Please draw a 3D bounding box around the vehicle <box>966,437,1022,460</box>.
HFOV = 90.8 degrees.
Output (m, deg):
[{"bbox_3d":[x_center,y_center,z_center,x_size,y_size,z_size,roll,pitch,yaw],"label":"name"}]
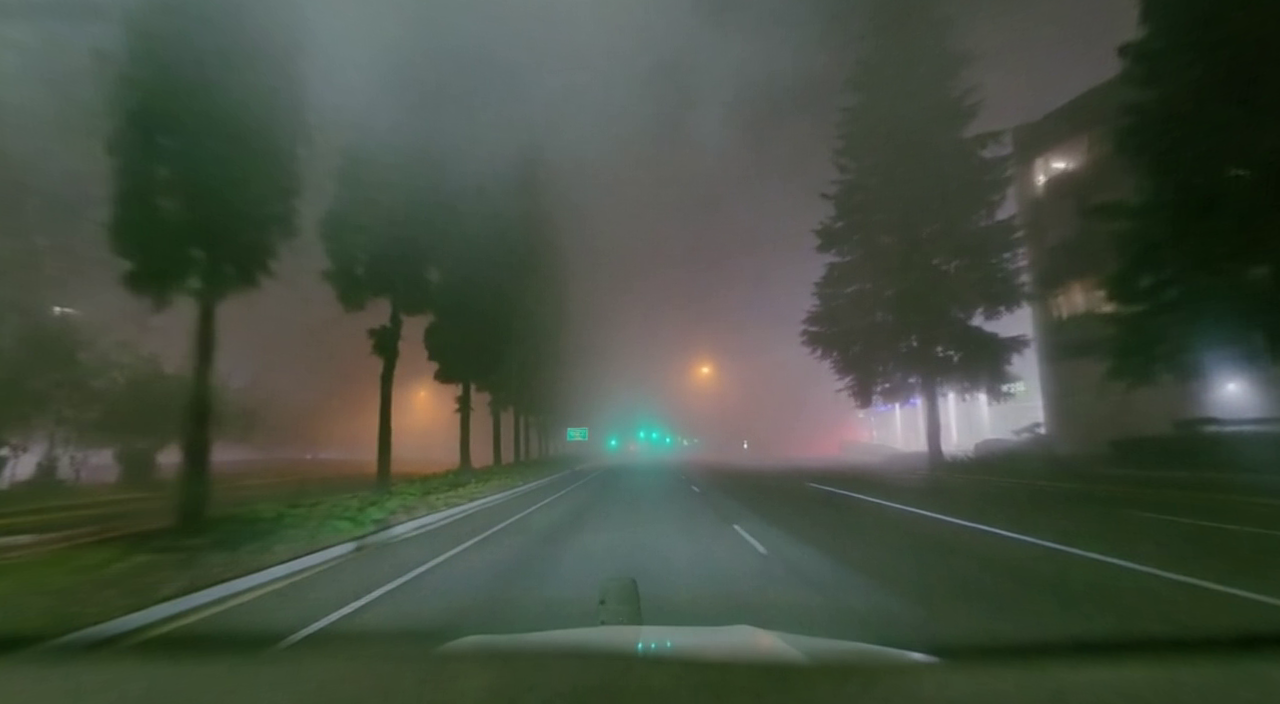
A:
[{"bbox_3d":[24.733,6.801,44.273,1.579,1.419,3.726,-2,-10,-3],"label":"vehicle"}]
